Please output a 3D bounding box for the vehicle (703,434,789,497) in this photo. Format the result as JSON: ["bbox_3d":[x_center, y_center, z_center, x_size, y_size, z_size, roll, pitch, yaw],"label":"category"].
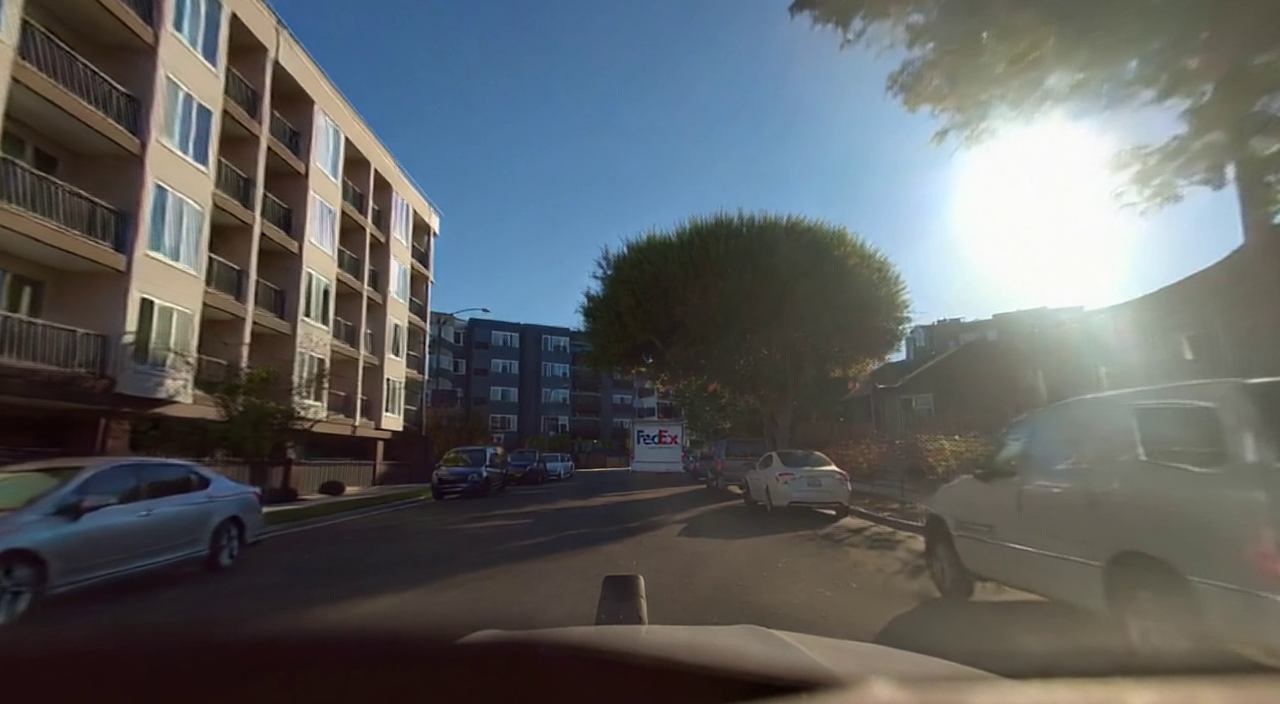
[{"bbox_3d":[3.701,4.088,23.268,2.221,1.991,5.564,0,-9,0],"label":"vehicle"}]

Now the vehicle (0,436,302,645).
[{"bbox_3d":[-5.695,1.694,6.588,1.888,1.546,4.306,0,-8,1],"label":"vehicle"}]

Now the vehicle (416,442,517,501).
[{"bbox_3d":[-5.678,3.937,21.302,2.089,1.757,4.256,-1,-8,2],"label":"vehicle"}]

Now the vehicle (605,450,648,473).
[{"bbox_3d":[-0.910,7.573,43.920,1.981,1.500,3.992,-2,-9,14],"label":"vehicle"}]

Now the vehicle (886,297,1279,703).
[{"bbox_3d":[3.640,1.021,4.236,2.099,2.018,4.087,0,-9,-3],"label":"vehicle"}]

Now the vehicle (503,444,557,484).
[{"bbox_3d":[-5.567,5.716,32.526,2.020,1.867,4.654,0,-8,-1],"label":"vehicle"}]

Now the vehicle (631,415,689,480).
[{"bbox_3d":[0.962,5.423,36.005,2.930,3.275,8.180,0,-8,-1],"label":"vehicle"}]

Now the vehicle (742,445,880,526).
[{"bbox_3d":[3.594,2.854,14.193,1.877,1.500,4.407,0,-8,1],"label":"vehicle"}]
